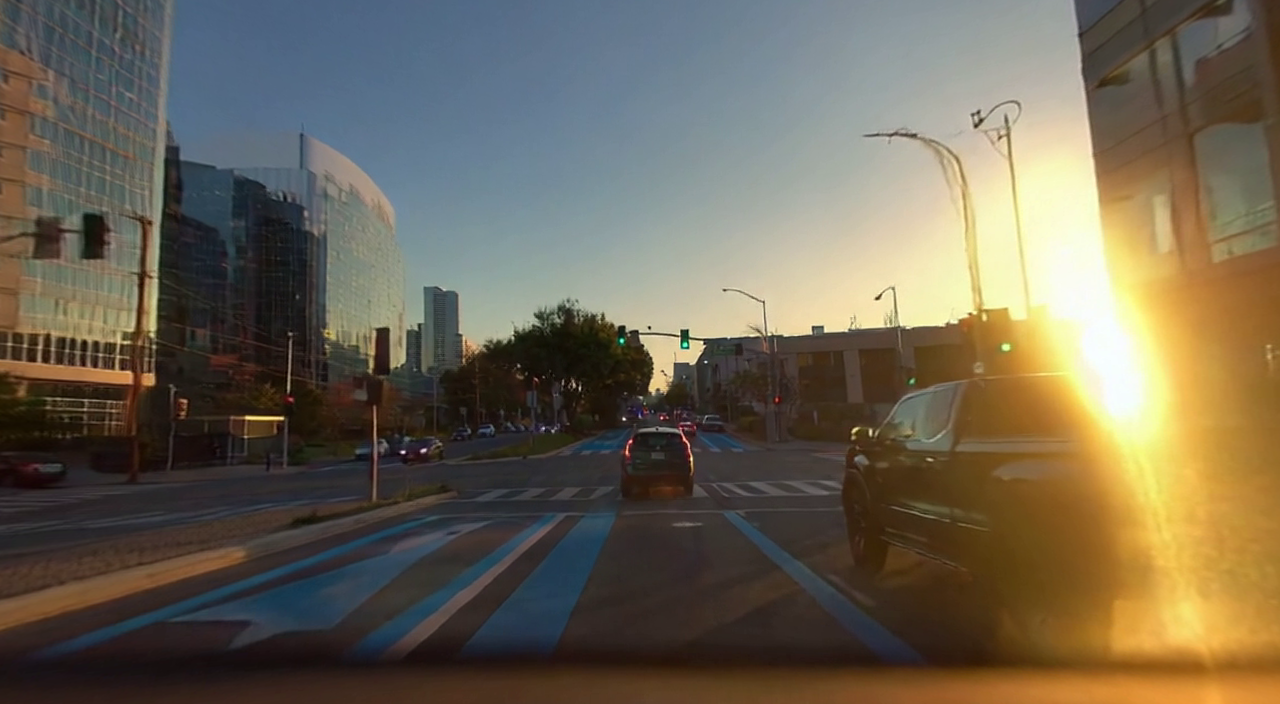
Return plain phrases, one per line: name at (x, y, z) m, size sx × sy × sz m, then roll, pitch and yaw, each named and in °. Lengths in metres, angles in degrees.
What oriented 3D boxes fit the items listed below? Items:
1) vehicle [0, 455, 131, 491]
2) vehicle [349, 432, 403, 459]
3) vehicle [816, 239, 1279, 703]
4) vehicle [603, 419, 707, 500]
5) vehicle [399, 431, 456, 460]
vehicle at (-27.614, 5.739, 30.330) m, size 1.857 × 1.535 × 4.900 m, roll -1°, pitch -9°, yaw 4°
vehicle at (-19.312, 6.868, 46.323) m, size 2.060 × 1.867 × 4.626 m, roll 0°, pitch -9°, yaw -2°
vehicle at (3.383, 1.002, 4.368) m, size 2.487 × 2.048 × 6.443 m, roll 0°, pitch -9°, yaw 0°
vehicle at (0.314, 2.698, 16.074) m, size 2.283 × 1.773 × 4.255 m, roll 0°, pitch -9°, yaw 0°
vehicle at (-13.470, 5.978, 40.227) m, size 2.062 × 1.697 × 4.321 m, roll 0°, pitch -9°, yaw 1°
